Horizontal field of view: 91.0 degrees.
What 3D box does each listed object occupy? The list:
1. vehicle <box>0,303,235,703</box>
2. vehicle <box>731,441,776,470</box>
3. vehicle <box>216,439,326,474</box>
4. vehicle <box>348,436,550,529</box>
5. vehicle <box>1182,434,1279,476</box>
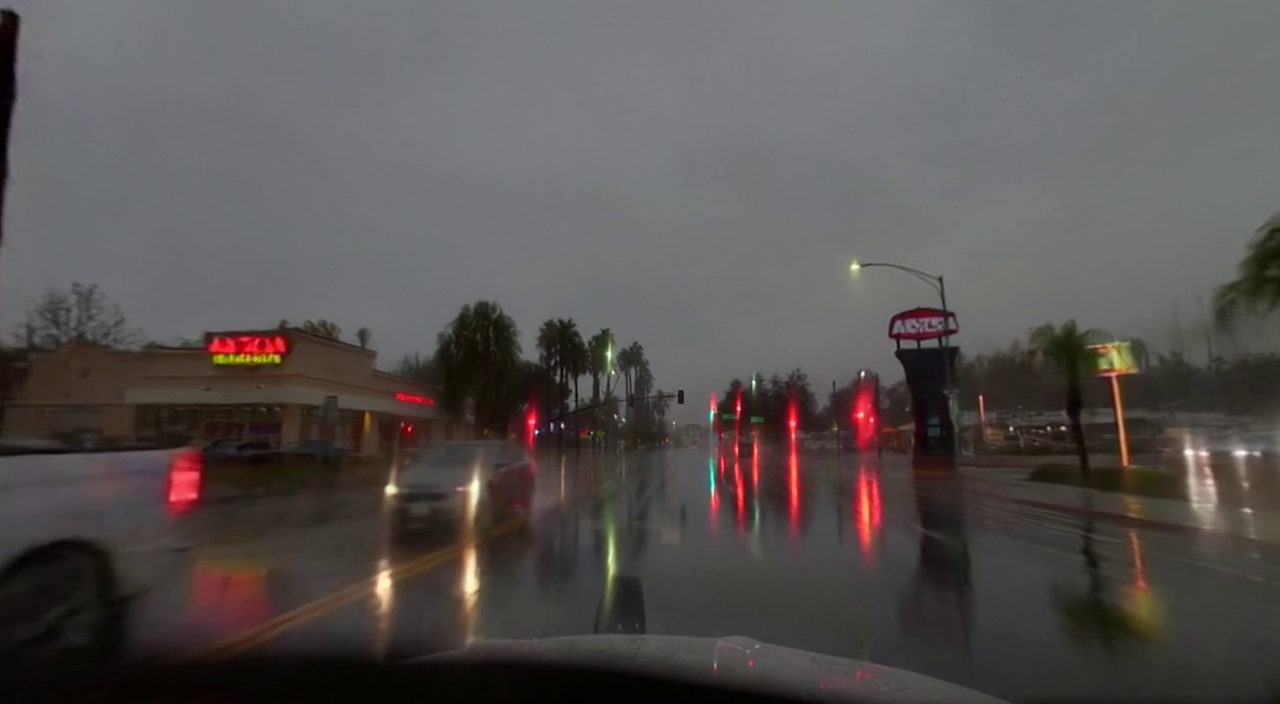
[{"bbox_3d":[-4.431,0.582,1.704,2.551,1.995,5.615,-1,-9,5],"label":"vehicle"},{"bbox_3d":[6.194,5.699,34.905,2.065,1.507,4.225,-1,-9,5],"label":"vehicle"},{"bbox_3d":[-17.687,5.028,30.305,4.077,1.597,1.945,0,-9,4],"label":"vehicle"},{"bbox_3d":[-3.492,2.495,12.767,2.090,1.489,4.909,-1,-9,6],"label":"vehicle"},{"bbox_3d":[24.242,3.947,24.178,2.028,1.556,4.625,4,-9,-25],"label":"vehicle"}]
